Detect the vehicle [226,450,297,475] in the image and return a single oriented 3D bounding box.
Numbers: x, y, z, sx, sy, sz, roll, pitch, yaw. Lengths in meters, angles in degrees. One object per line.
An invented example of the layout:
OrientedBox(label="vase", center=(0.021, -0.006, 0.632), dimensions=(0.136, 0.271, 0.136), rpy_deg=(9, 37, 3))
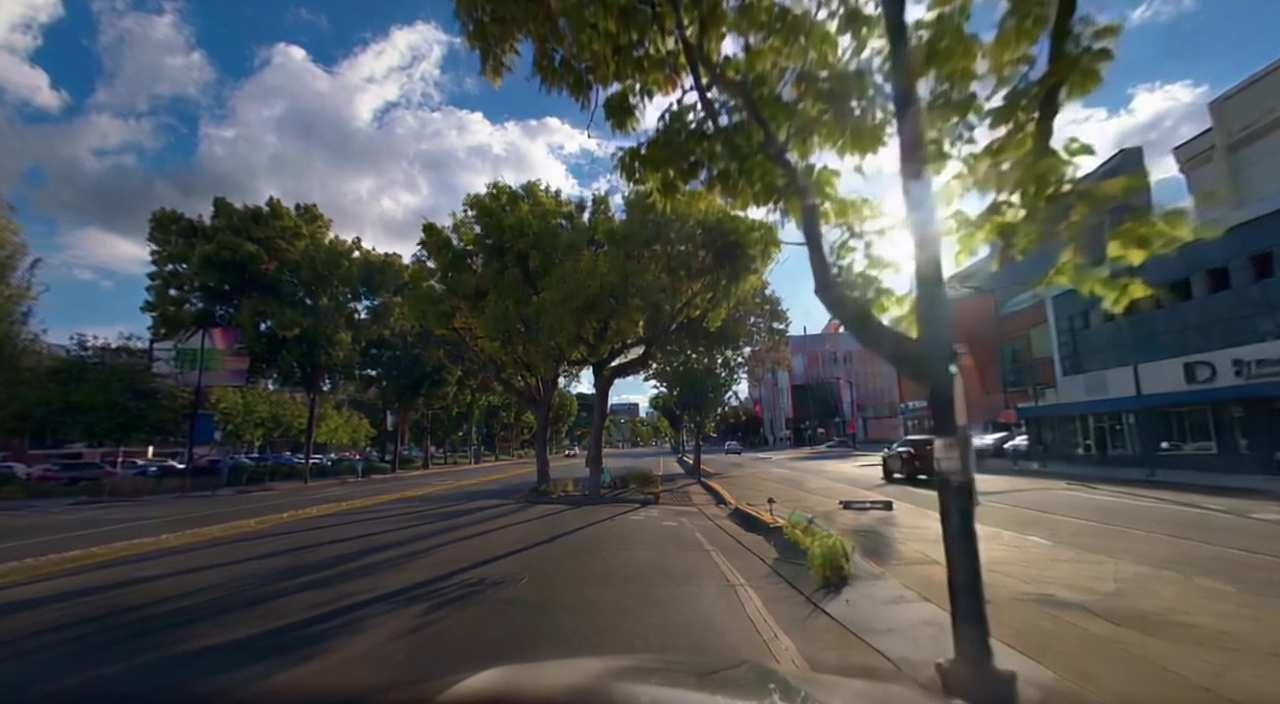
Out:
OrientedBox(label="vehicle", center=(-28.597, 8.295, 47.647), dimensions=(5.483, 1.719, 2.112), rpy_deg=(-5, -10, 31))

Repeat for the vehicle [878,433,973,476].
OrientedBox(label="vehicle", center=(12.054, 4.360, 27.067), dimensions=(2.100, 1.638, 4.545), rpy_deg=(0, -9, 2))

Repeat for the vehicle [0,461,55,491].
OrientedBox(label="vehicle", center=(-35.375, 6.996, 35.906), dimensions=(4.157, 1.458, 2.130), rpy_deg=(-6, -10, 34))

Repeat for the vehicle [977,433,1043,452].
OrientedBox(label="vehicle", center=(27.828, 6.857, 47.606), dimensions=(3.839, 1.386, 1.816), rpy_deg=(-1, -9, 6))

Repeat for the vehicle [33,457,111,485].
OrientedBox(label="vehicle", center=(-34.276, 7.123, 38.067), dimensions=(5.124, 1.541, 2.121), rpy_deg=(-6, -10, 33))

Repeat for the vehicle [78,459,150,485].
OrientedBox(label="vehicle", center=(-34.882, 7.892, 41.874), dimensions=(4.416, 1.541, 2.102), rpy_deg=(-5, -10, 30))
